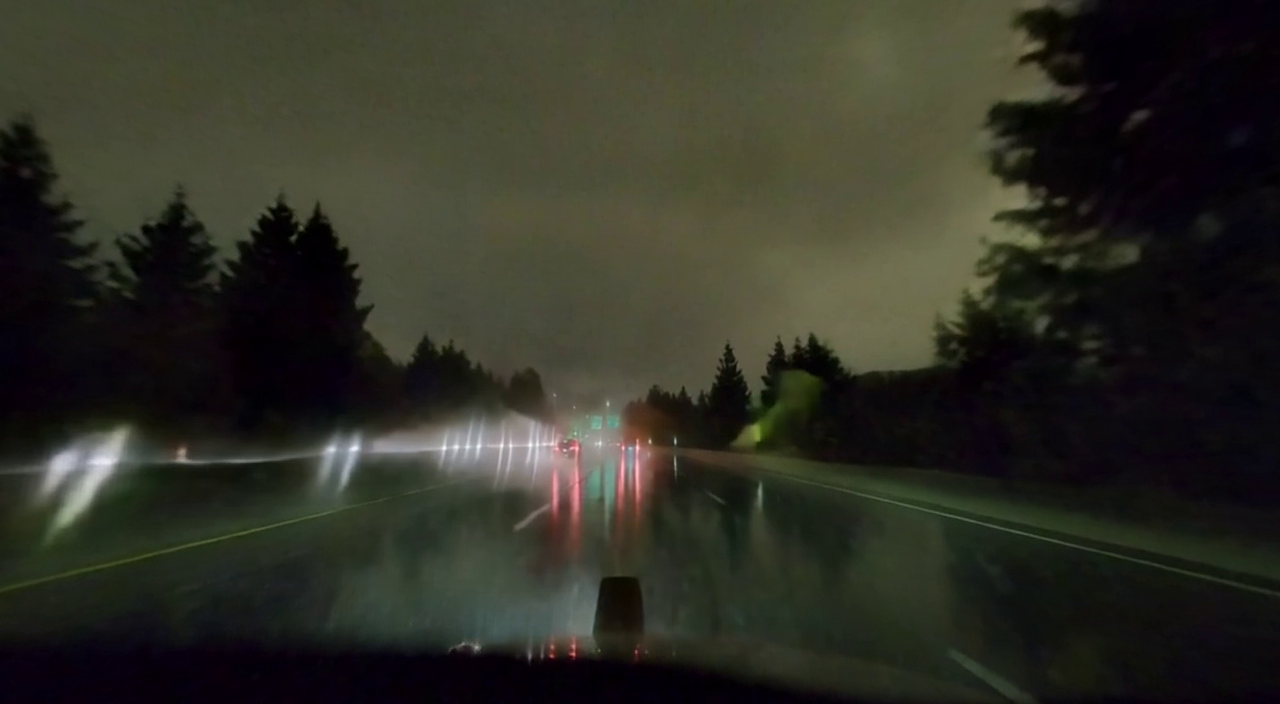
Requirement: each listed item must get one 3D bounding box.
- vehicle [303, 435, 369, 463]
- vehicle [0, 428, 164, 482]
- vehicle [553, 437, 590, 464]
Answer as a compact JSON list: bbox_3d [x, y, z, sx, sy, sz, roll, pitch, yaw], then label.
[{"bbox_3d":[-17.326,5.581,35.981,1.842,1.496,4.022,0,-9,-1],"label":"vehicle"},{"bbox_3d":[-17.222,3.164,19.411,1.857,1.478,3.924,0,-9,-1],"label":"vehicle"},{"bbox_3d":[-4.528,6.586,41.845,2.098,1.692,4.038,0,-9,-1],"label":"vehicle"}]
